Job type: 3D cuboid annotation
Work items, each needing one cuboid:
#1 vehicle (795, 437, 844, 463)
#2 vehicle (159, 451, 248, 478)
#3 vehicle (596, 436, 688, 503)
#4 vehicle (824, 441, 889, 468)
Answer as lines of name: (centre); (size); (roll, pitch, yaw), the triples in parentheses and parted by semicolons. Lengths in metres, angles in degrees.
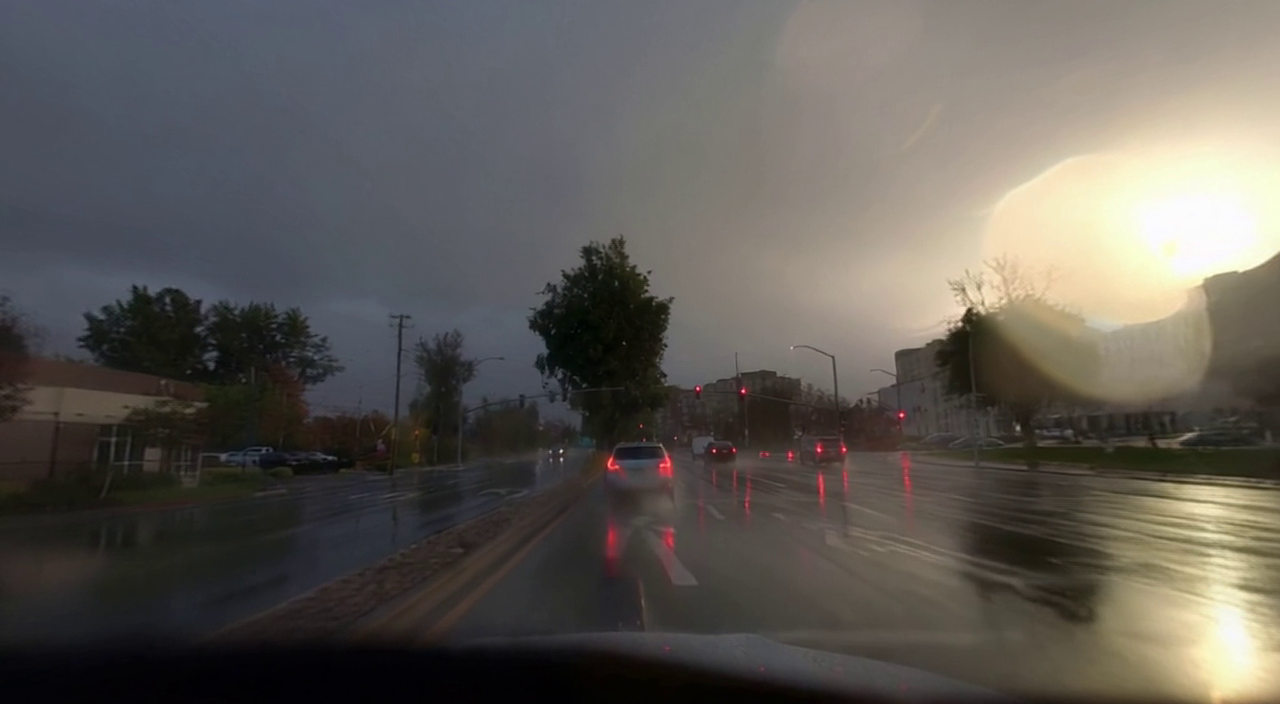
vehicle: (13.111, 7.186, 46.513); (1.981, 1.746, 5.375); (0, -9, -1)
vehicle: (-30.977, 7.935, 44.893); (4.758, 1.809, 2.114); (8, -12, -44)
vehicle: (0.008, 2.947, 16.229); (2.064, 1.477, 3.968); (0, -9, -1)
vehicle: (12.604, 5.987, 37.127); (2.059, 1.482, 4.568); (0, -9, -1)
